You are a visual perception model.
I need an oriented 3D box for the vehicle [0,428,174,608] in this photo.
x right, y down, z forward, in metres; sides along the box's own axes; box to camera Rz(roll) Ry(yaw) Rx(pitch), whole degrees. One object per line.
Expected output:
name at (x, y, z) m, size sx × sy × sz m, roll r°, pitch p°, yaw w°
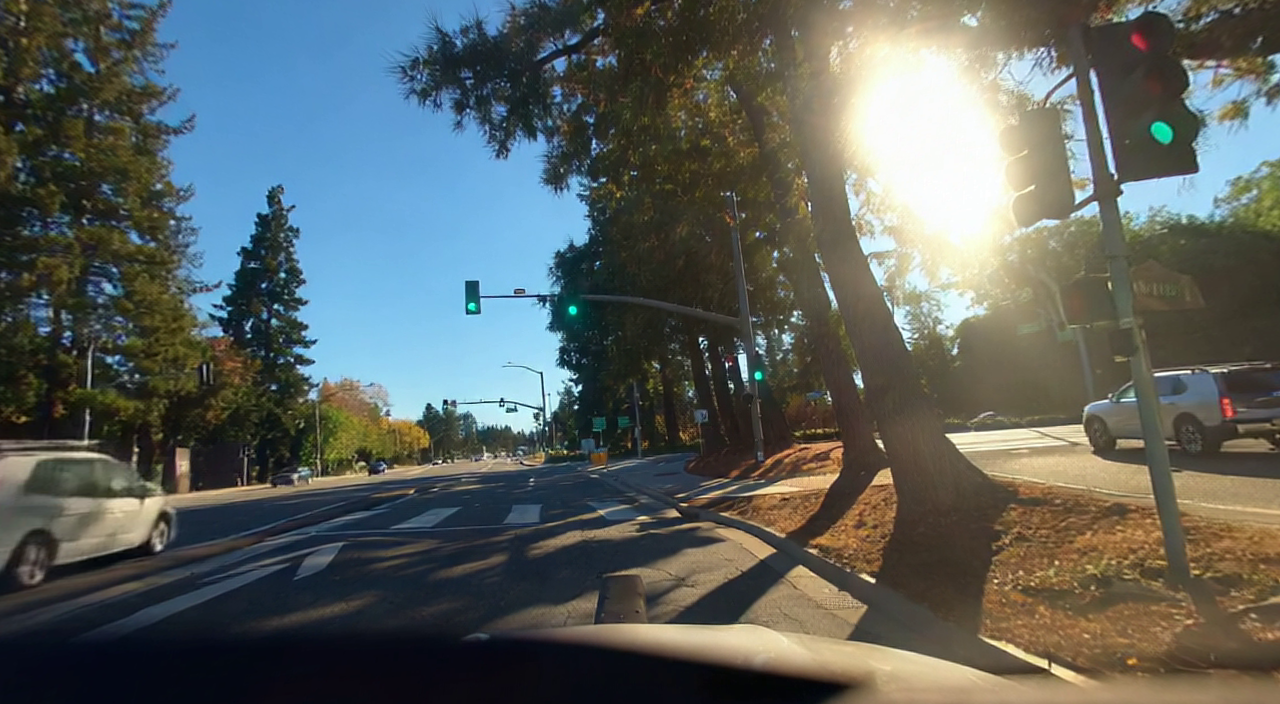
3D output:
vehicle at (-7.389, 1.776, 6.716) m, size 2.062 × 1.740 × 4.198 m, roll -3°, pitch -8°, yaw -7°

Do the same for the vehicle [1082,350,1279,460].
vehicle at (10.638, 1.106, 11.800) m, size 1.855 × 1.669 × 4.529 m, roll -2°, pitch -9°, yaw 6°

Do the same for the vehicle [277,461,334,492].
vehicle at (-20.506, 7.595, 38.888) m, size 1.986 × 1.492 × 4.332 m, roll -3°, pitch -8°, yaw -13°
